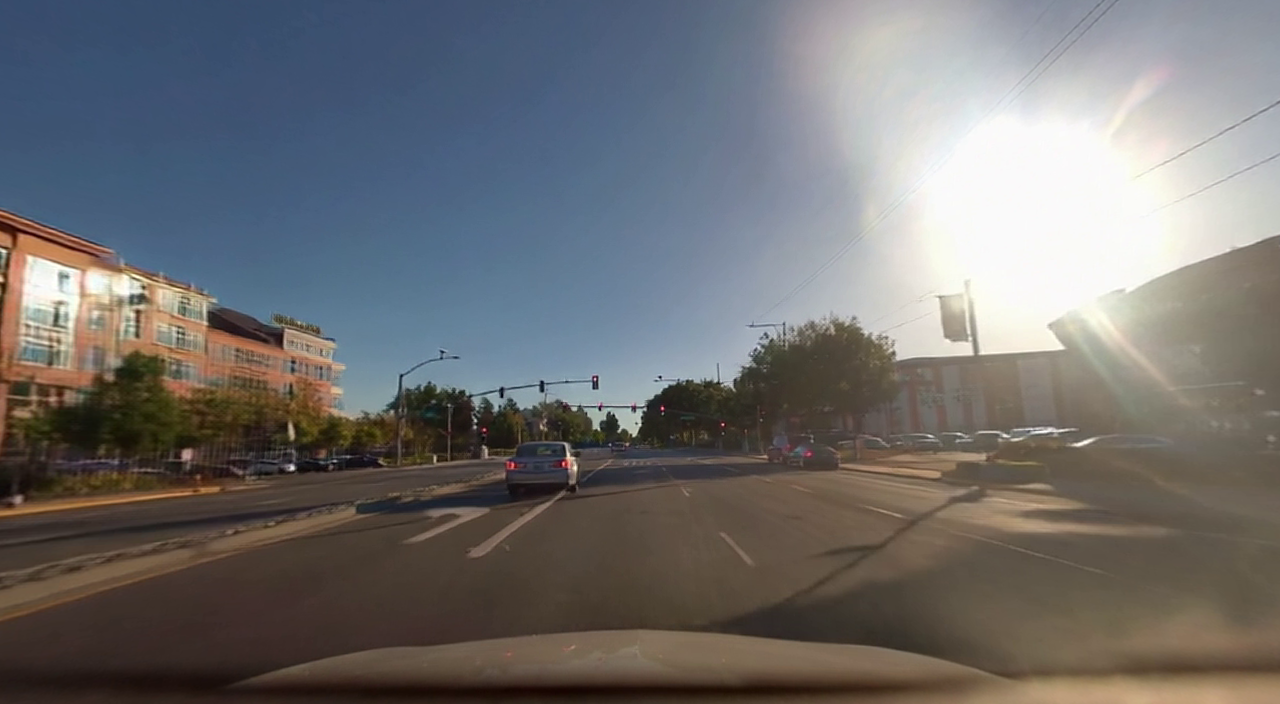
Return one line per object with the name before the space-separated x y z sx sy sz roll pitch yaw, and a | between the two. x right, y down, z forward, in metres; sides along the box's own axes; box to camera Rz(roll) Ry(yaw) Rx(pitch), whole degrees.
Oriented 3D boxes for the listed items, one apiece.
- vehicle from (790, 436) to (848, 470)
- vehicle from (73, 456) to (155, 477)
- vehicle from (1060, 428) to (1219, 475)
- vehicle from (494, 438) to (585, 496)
vehicle | 10.298 5.830 36.724 1.998 1.862 4.658 0 -8 0
vehicle | -41.320 8.947 49.704 1.902 1.475 4.635 -8 -11 43
vehicle | 19.941 3.982 25.476 4.729 1.706 1.922 -6 -10 37
vehicle | -2.781 3.273 18.364 2.185 1.473 3.925 0 -8 -3
